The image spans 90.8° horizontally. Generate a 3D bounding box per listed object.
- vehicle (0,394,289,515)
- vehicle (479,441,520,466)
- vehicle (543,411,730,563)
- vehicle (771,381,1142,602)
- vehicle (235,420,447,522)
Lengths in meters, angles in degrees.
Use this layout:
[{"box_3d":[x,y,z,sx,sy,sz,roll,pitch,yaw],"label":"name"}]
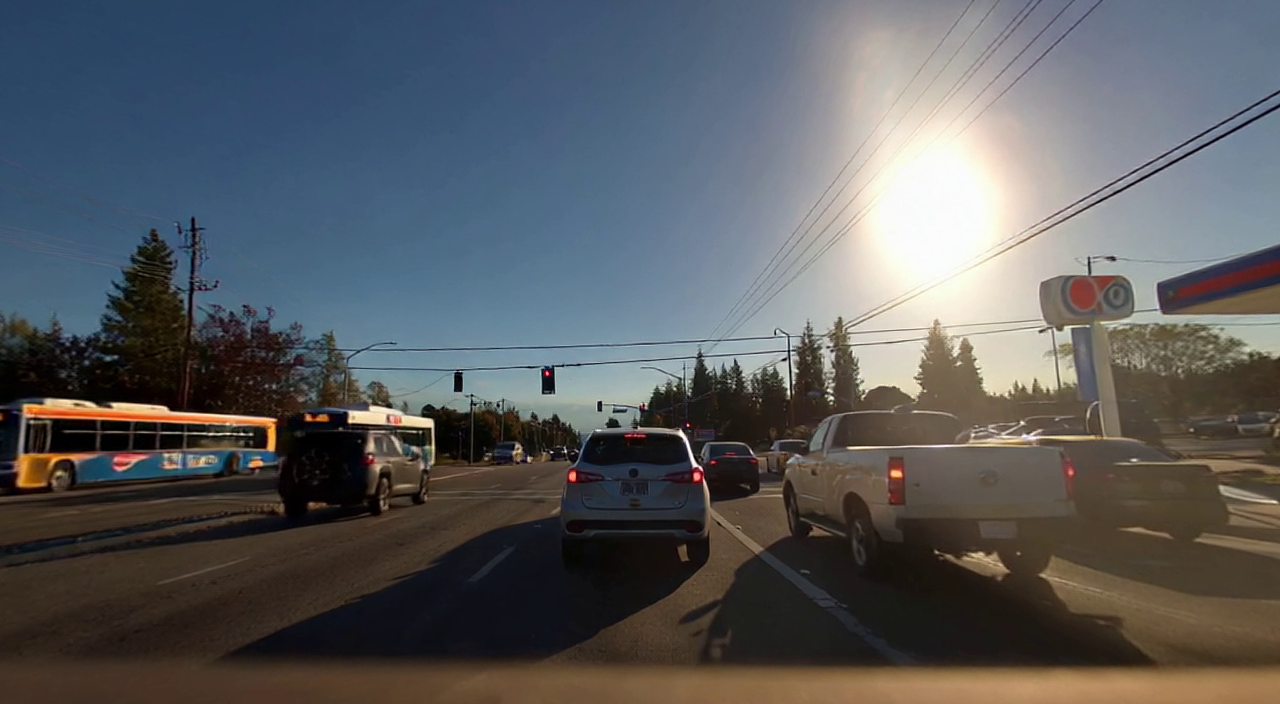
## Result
[{"box_3d":[-18.851,3.885,24.652,3.010,3.475,12.655,0,-8,0],"label":"vehicle"},{"box_3d":[-10.563,7.653,47.768,2.075,1.719,4.396,0,-9,0],"label":"vehicle"},{"box_3d":[-0.088,1.811,9.146,2.087,1.677,4.053,0,-9,-1],"label":"vehicle"},{"box_3d":[3.068,1.461,7.410,2.049,1.813,4.245,0,-9,-1],"label":"vehicle"},{"box_3d":[-6.075,2.487,13.744,2.190,1.795,4.993,0,-9,-1],"label":"vehicle"}]
